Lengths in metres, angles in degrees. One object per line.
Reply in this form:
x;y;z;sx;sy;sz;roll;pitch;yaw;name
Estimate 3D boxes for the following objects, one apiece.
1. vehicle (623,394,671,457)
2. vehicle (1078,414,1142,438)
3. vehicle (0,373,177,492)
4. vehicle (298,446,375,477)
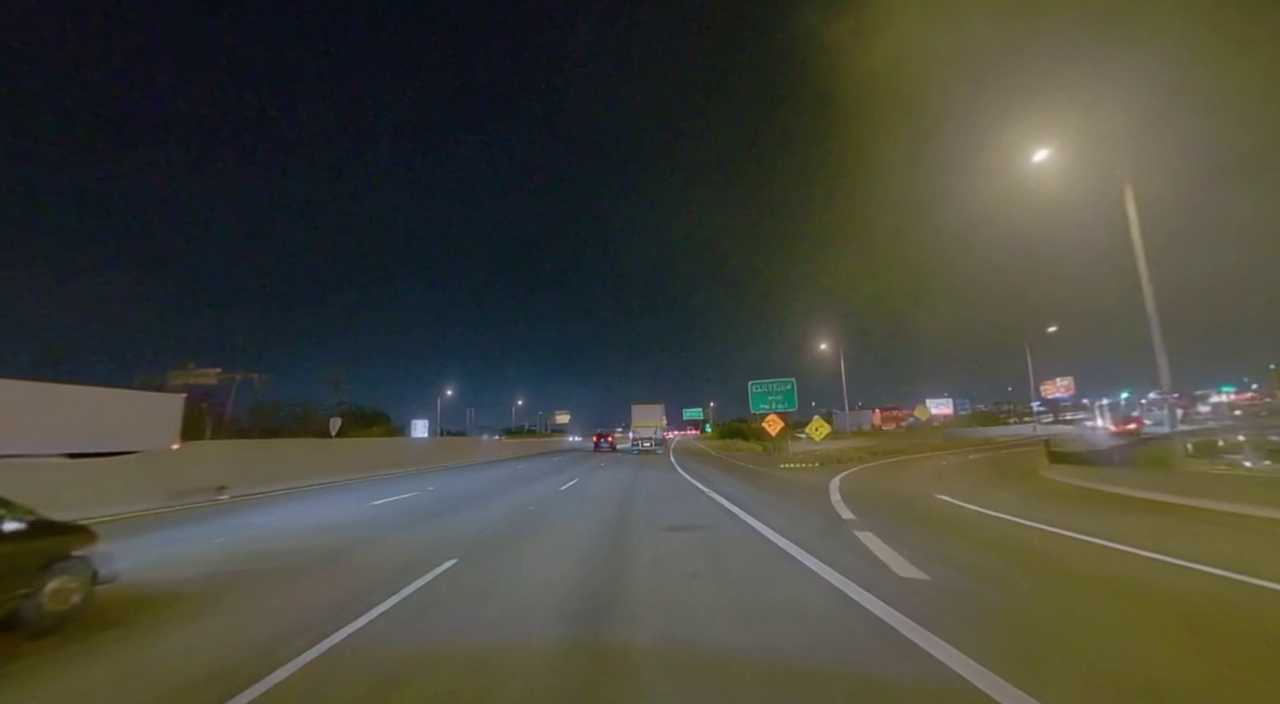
0.459;5.439;45.667;3.024;4.019;10.605;0;-8;0;vehicle
34.232;5.422;45.747;4.346;1.637;2.091;4;-9;-30;vehicle
-23.591;2.891;22.512;2.940;4.056;14.297;0;-8;1;vehicle
-15.665;5.648;32.690;1.846;1.465;4.149;0;-8;1;vehicle
